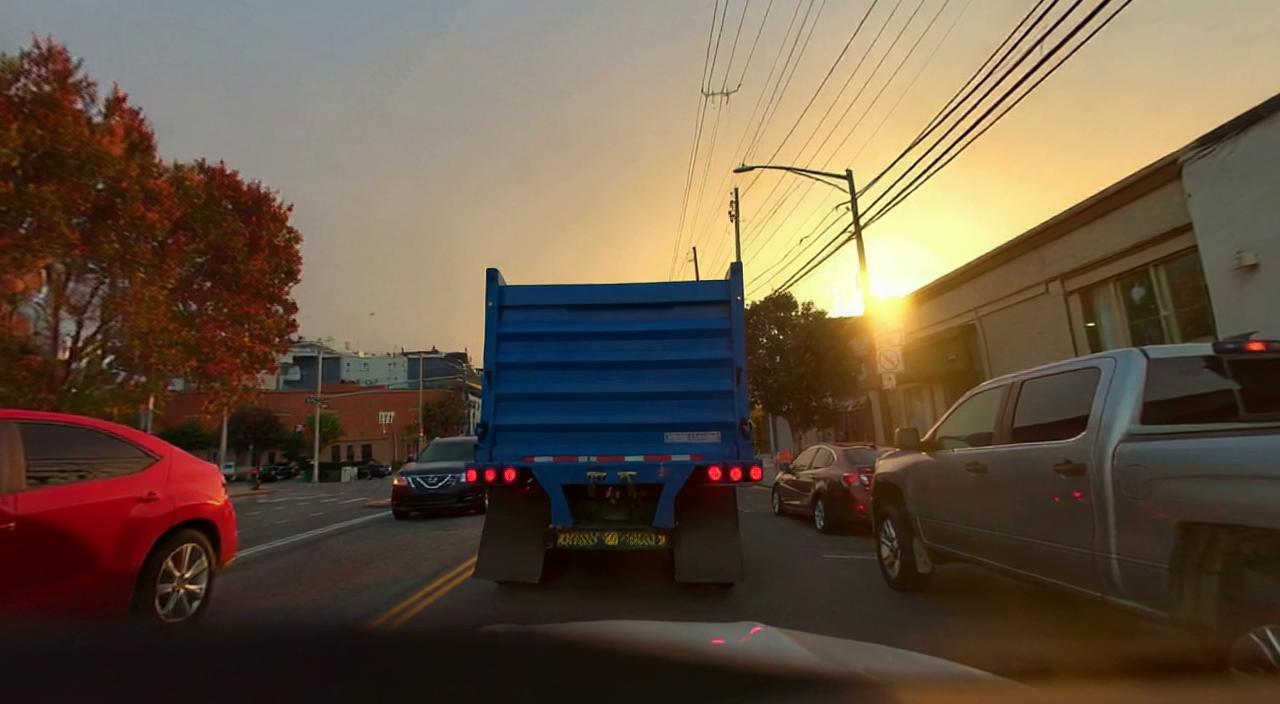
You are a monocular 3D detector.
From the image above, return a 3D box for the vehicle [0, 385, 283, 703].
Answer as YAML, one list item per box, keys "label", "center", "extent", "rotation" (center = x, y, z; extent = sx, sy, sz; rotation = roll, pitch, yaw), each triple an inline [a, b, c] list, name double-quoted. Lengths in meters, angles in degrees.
- label: "vehicle"
  center: [-4.116, 1.014, 3.165]
  extent: [1.988, 1.657, 4.492]
  rotation: [0, -8, 0]

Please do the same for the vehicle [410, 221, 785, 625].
- label: "vehicle"
  center: [-0.232, 1.104, 9.147]
  extent: [2.878, 3.204, 8.244]
  rotation: [0, -8, 1]

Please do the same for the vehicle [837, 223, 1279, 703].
- label: "vehicle"
  center: [3.233, 0.846, 3.882]
  extent: [2.242, 1.979, 5.722]
  rotation: [0, -8, 1]
